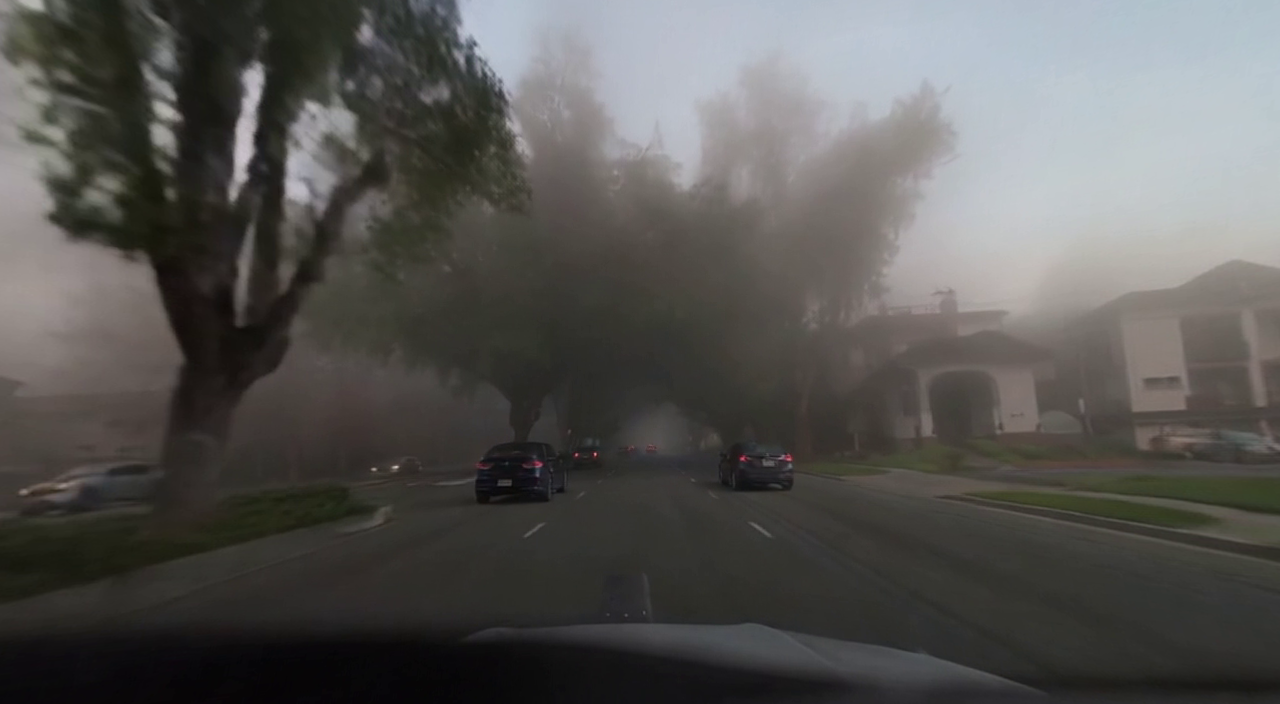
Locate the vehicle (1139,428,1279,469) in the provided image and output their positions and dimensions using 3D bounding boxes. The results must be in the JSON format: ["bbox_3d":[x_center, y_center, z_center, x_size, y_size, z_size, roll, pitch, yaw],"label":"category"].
[{"bbox_3d":[24.075,4.056,26.722,1.754,1.461,4.491,-3,-8,-6],"label":"vehicle"}]

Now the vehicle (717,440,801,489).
[{"bbox_3d":[3.977,3.832,21.874,2.010,1.486,4.498,0,-8,0],"label":"vehicle"}]

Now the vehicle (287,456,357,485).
[{"bbox_3d":[-22.310,8.297,44.491,2.006,1.782,5.406,0,-8,1],"label":"vehicle"}]

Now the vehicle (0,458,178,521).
[{"bbox_3d":[-19.393,4.667,22.056,2.240,1.805,5.313,0,-8,2],"label":"vehicle"}]

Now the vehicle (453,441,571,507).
[{"bbox_3d":[-3.127,3.076,16.440,2.053,1.480,4.381,0,-8,1],"label":"vehicle"}]

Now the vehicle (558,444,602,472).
[{"bbox_3d":[-3.371,6.066,36.230,1.988,1.497,4.404,0,-8,2],"label":"vehicle"}]

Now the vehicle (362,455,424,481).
[{"bbox_3d":[-15.386,7.231,39.521,1.997,1.472,4.426,0,-8,1],"label":"vehicle"}]
